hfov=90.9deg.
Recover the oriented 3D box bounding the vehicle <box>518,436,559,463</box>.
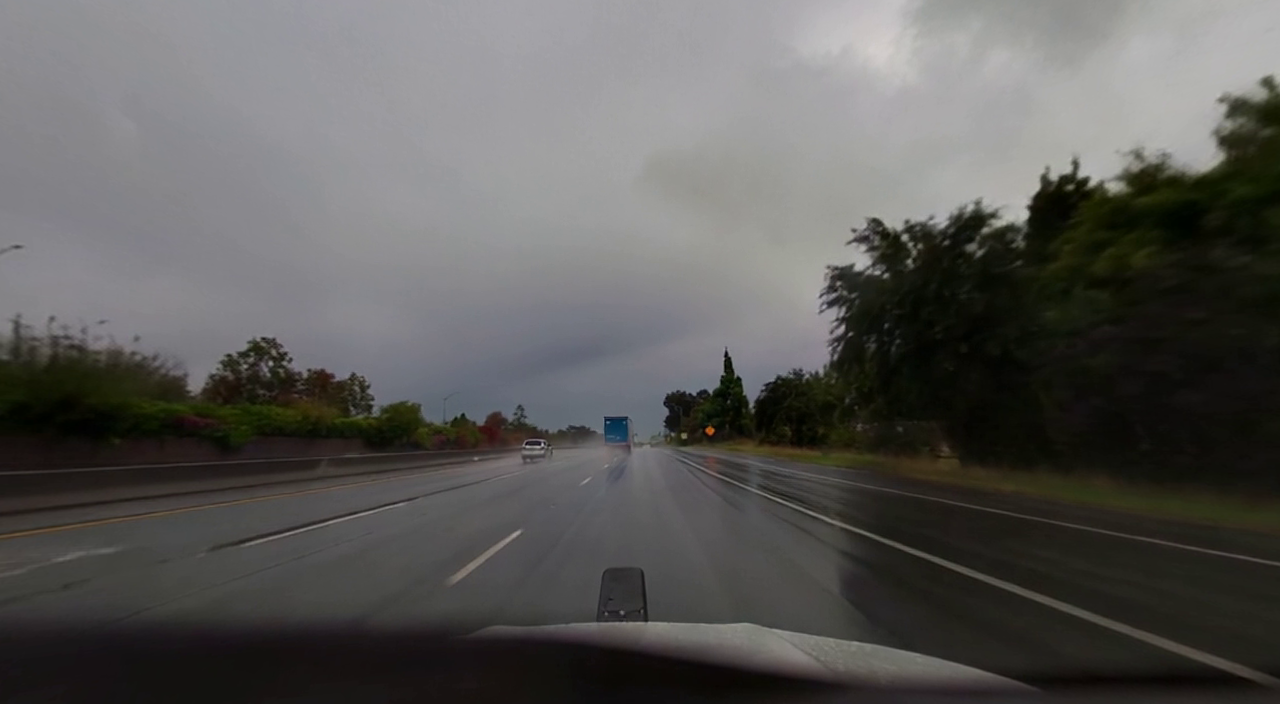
[{"bbox_3d":[-7.039,6.843,44.365,2.043,1.828,4.436,0,-8,1],"label":"vehicle"}]
